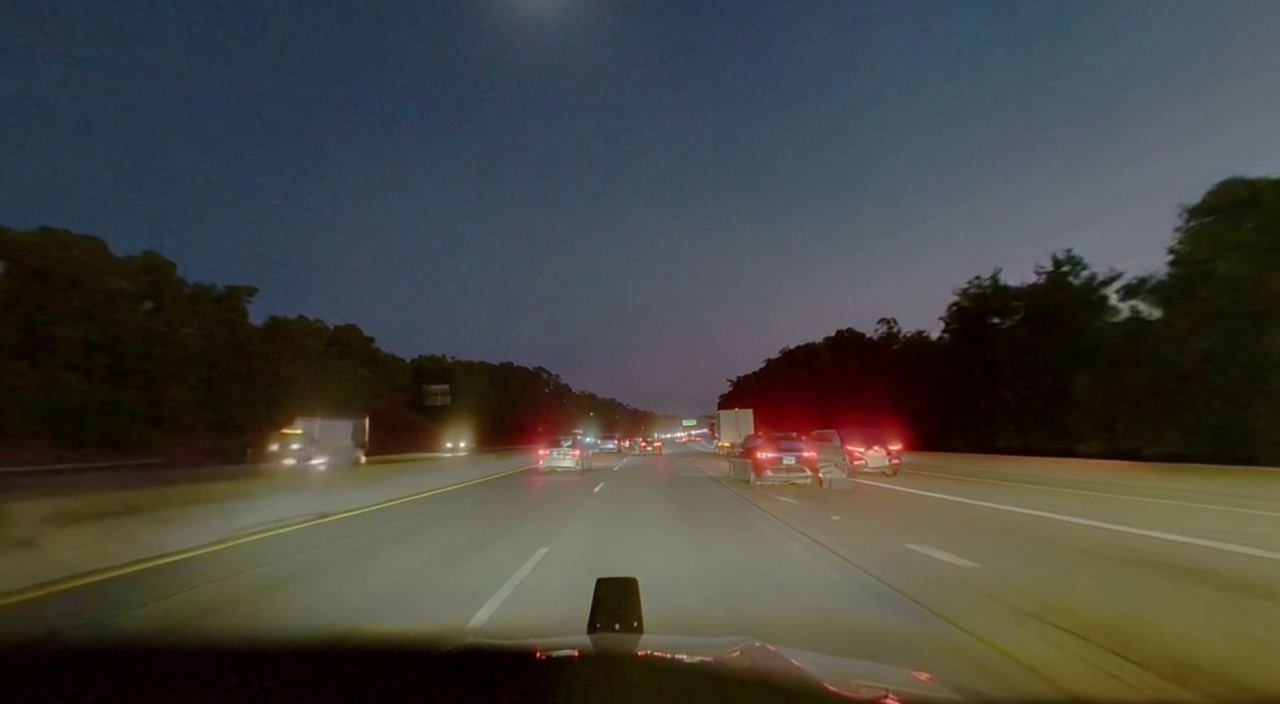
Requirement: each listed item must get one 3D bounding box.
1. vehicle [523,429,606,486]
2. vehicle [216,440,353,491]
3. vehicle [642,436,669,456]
[{"bbox_3d":[-2.256,3.291,20.102,2.137,1.618,4.209,0,-8,0],"label":"vehicle"},{"bbox_3d":[-11.568,3.680,20.959,1.881,1.449,4.521,0,-8,1],"label":"vehicle"},{"bbox_3d":[1.139,7.067,47.539,2.004,1.465,3.842,0,-8,1],"label":"vehicle"}]
